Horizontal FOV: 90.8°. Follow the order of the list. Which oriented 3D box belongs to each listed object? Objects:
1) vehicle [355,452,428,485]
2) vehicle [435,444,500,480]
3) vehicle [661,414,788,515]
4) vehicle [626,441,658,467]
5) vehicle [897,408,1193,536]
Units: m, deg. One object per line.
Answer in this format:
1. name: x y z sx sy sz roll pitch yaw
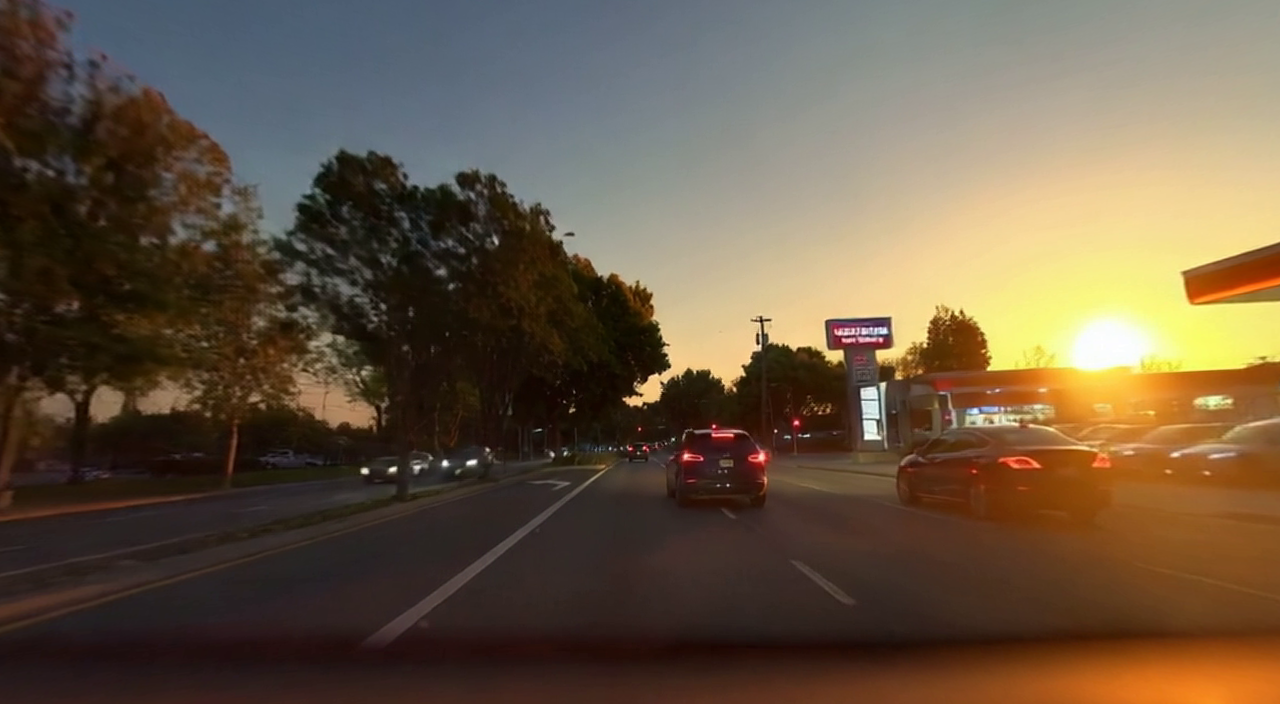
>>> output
1. vehicle: -12.278 5.773 31.568 1.868 1.496 4.390 0 -9 0
2. vehicle: -8.929 5.728 33.136 2.044 1.695 4.503 0 -9 1
3. vehicle: 1.716 2.546 14.719 2.038 1.917 4.900 0 -9 -3
4. vehicle: 0.124 6.992 43.447 2.101 1.707 3.904 0 -9 -1
5. vehicle: 6.650 2.041 11.252 2.025 1.765 4.729 0 -9 -1
